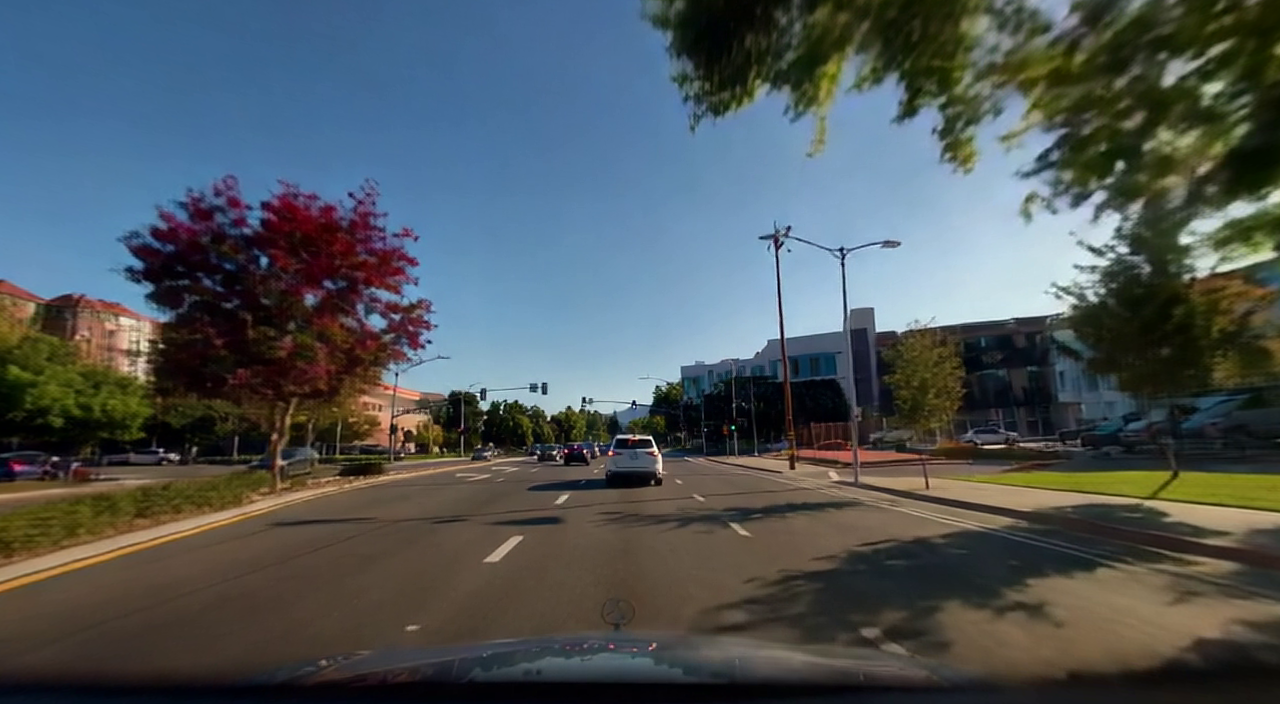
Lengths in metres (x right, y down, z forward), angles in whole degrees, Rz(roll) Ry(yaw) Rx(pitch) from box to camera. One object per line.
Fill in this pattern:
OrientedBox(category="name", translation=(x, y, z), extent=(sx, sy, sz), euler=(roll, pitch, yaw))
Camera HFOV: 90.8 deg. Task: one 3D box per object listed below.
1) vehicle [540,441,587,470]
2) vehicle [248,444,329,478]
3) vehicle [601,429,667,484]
OrientedBox(category="vehicle", translation=(-4.051, 5.580, 34.271), extent=(2.075, 1.474, 4.367), euler=(0, -8, -1))
OrientedBox(category="vehicle", translation=(-19.389, 6.013, 35.147), extent=(1.945, 1.700, 4.465), euler=(0, -8, 0))
OrientedBox(category="vehicle", translation=(-0.228, 3.777, 23.027), extent=(2.188, 1.782, 3.982), euler=(0, -8, -1))
